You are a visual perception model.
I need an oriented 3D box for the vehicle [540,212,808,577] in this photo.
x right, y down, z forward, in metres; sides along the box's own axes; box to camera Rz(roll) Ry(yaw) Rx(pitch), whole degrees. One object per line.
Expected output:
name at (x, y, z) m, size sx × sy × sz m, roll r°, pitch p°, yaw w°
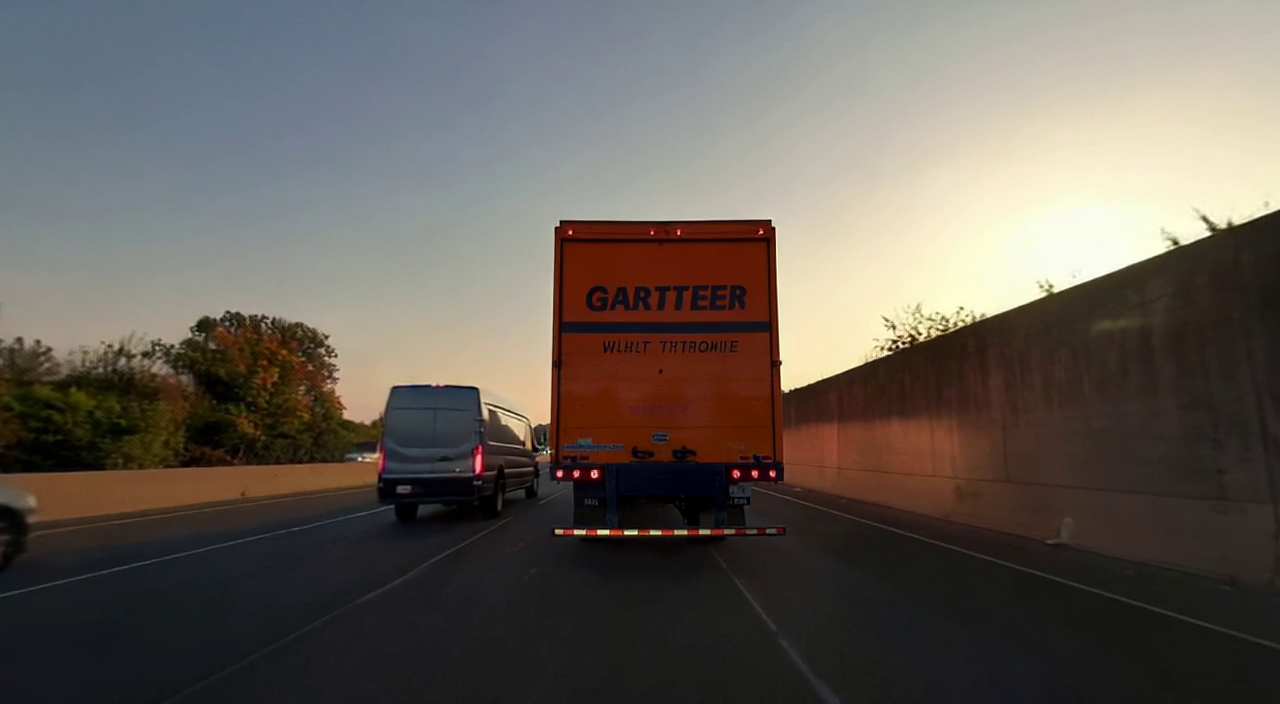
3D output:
vehicle at (0.485, 1.217, 12.238) m, size 2.853 × 4.054 × 10.557 m, roll 0°, pitch -9°, yaw 1°

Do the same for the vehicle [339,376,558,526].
vehicle at (-4.389, 2.736, 17.606) m, size 2.790 × 2.893 × 10.715 m, roll 0°, pitch -9°, yaw 0°
